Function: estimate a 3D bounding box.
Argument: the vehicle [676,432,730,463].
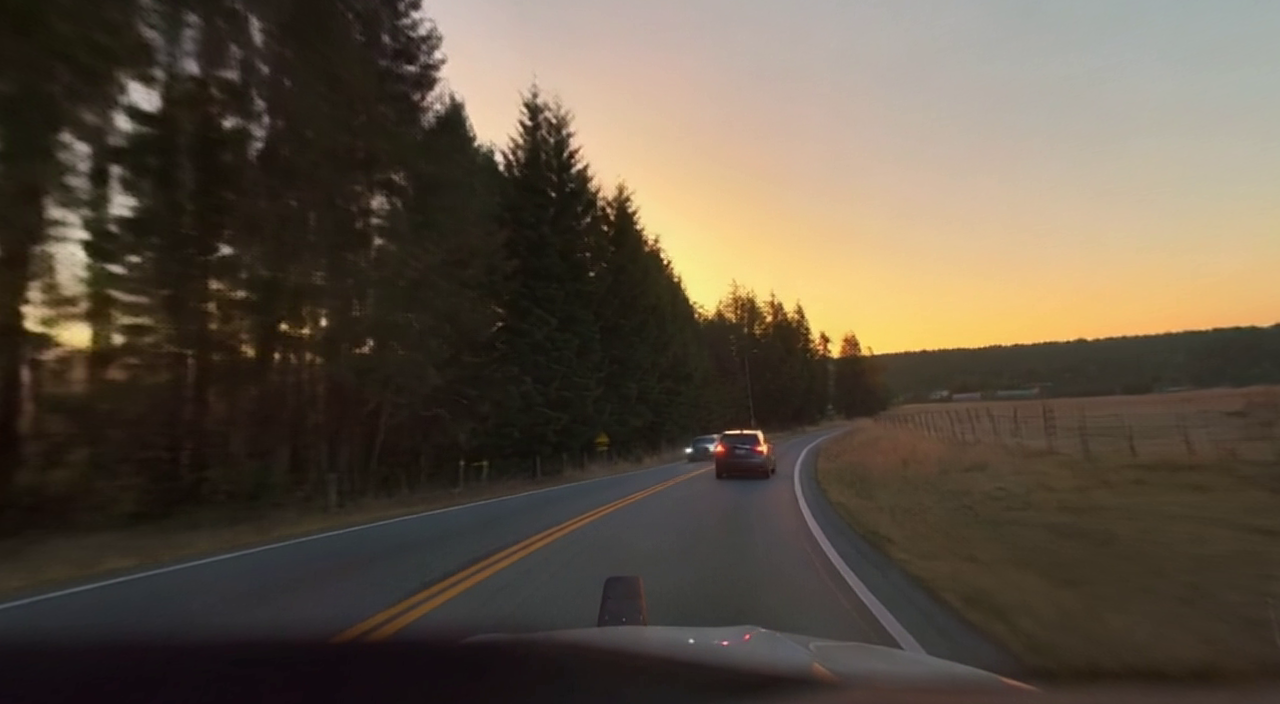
[{"bbox_3d":[3.540,5.220,34.607,2.143,1.586,4.238,-3,-9,16],"label":"vehicle"}]

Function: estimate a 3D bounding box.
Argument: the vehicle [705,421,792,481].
[{"bbox_3d":[3.389,2.985,19.185,2.274,1.583,4.349,-2,-9,12],"label":"vehicle"}]
